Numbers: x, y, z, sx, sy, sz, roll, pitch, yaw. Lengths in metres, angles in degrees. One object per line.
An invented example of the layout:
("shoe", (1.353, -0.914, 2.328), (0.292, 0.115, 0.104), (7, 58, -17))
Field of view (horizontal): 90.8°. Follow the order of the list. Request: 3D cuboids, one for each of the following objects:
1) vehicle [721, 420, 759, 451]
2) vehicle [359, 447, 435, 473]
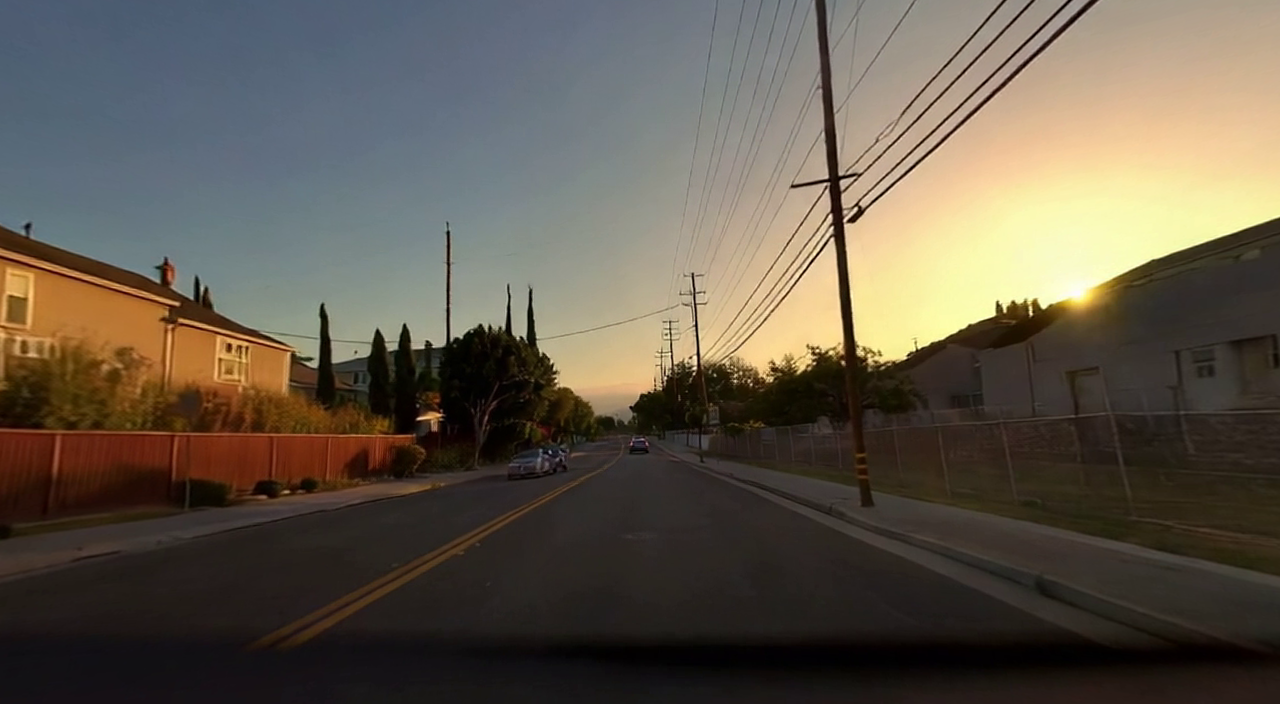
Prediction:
("vehicle", (7.818, 6.605, 49.813), (2.169, 2.325, 4.759), (0, -9, 0))
("vehicle", (-17.189, 7.613, 44.827), (4.556, 1.767, 2.023), (1, -9, -4))
